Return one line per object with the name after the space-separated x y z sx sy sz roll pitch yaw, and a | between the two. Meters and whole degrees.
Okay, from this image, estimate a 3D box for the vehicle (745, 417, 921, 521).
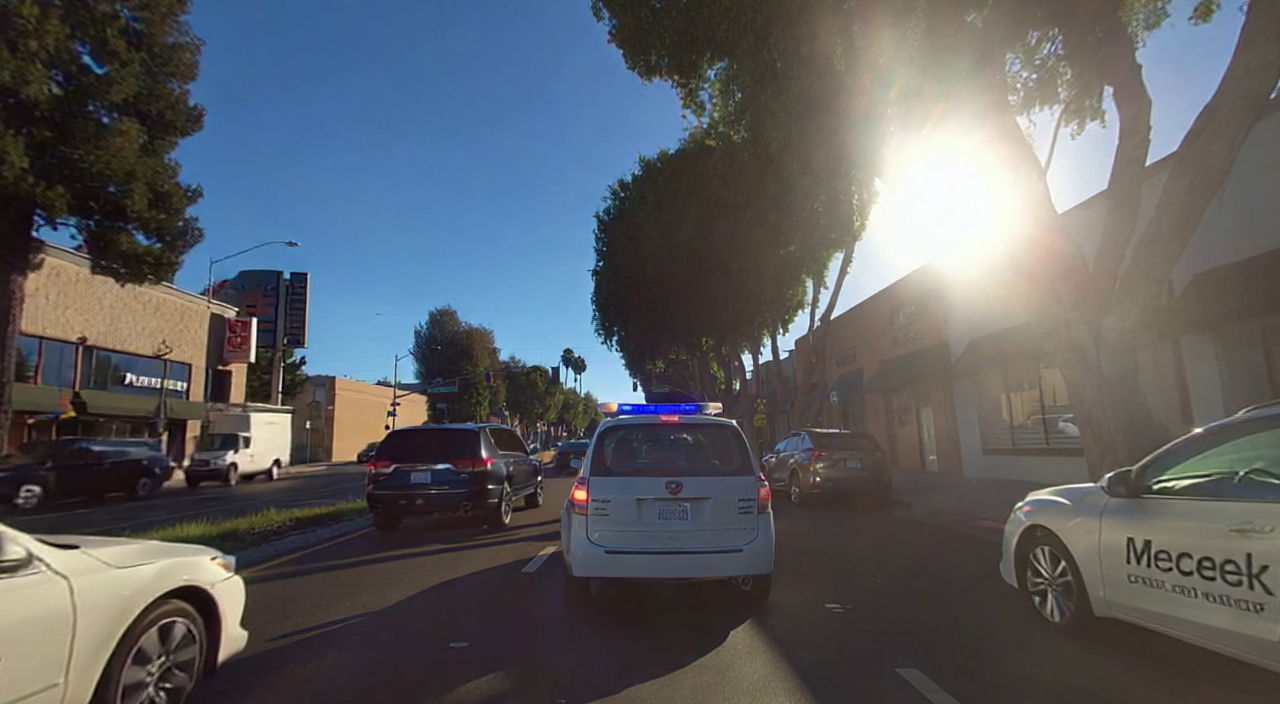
4.034 2.590 14.531 2.038 1.865 5.786 1 -8 -2 | vehicle

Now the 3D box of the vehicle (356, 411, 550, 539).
-2.986 2.093 11.296 2.135 1.806 4.514 0 -8 -1 | vehicle

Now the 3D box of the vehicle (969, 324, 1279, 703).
4.023 0.908 3.242 1.987 1.877 5.330 3 -8 2 | vehicle

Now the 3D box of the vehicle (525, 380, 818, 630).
0.215 1.386 6.578 2.075 1.770 4.018 0 -8 0 | vehicle

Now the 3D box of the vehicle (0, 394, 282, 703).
-2.952 0.783 1.340 1.908 1.474 4.257 0 -8 -1 | vehicle
